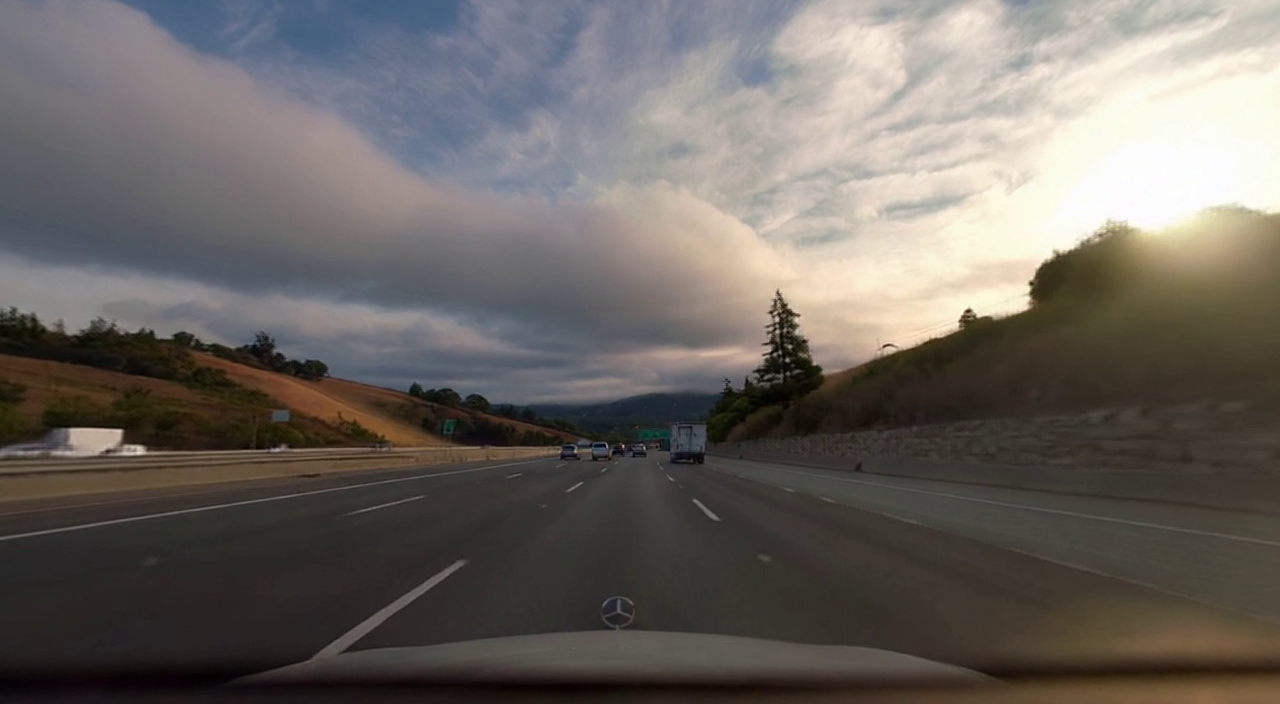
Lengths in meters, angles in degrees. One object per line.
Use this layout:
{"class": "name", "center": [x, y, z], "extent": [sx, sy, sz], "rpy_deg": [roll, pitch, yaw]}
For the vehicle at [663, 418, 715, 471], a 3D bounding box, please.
{"class": "vehicle", "center": [3.148, 6.267, 42.483], "extent": [2.795, 3.187, 7.205], "rpy_deg": [-1, -9, -1]}
